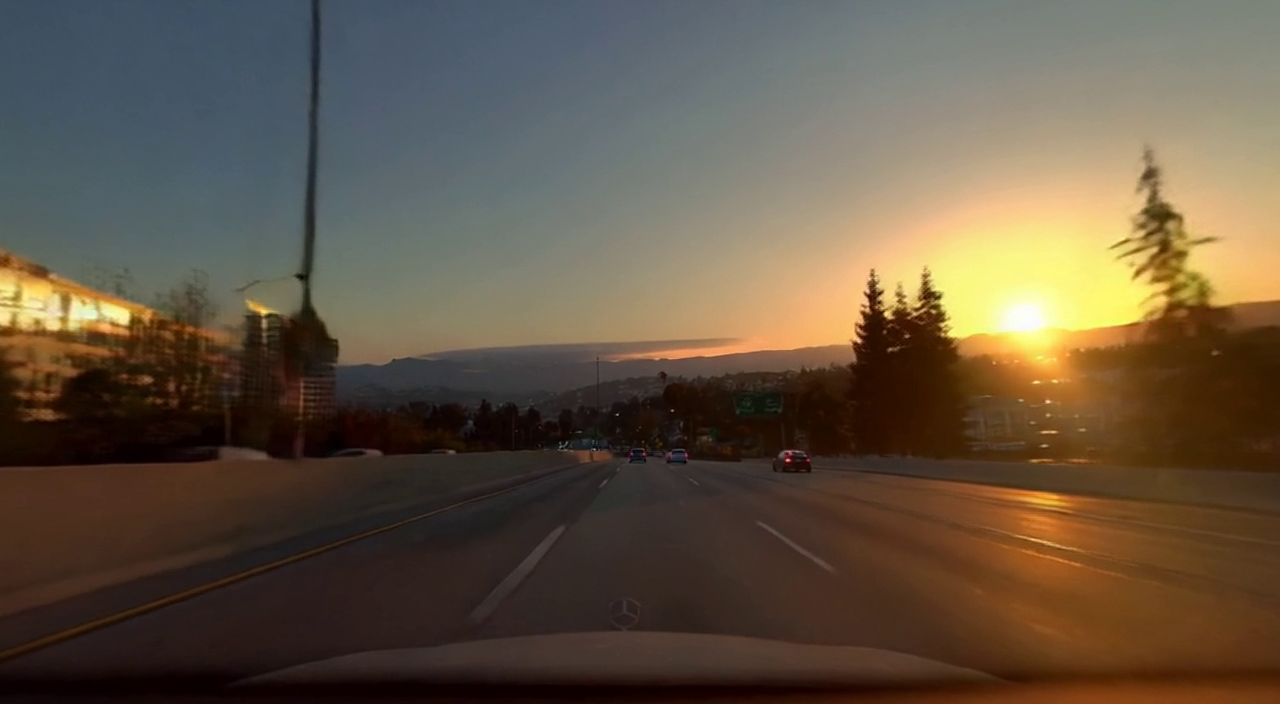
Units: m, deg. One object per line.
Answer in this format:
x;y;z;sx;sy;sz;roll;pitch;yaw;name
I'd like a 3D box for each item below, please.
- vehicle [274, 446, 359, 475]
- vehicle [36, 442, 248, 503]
-16.567;5.558;32.621;1.792;1.313;4.691;0;-8;2;vehicle
-14.160;3.410;18.510;1.990;1.479;5.124;0;-8;1;vehicle
